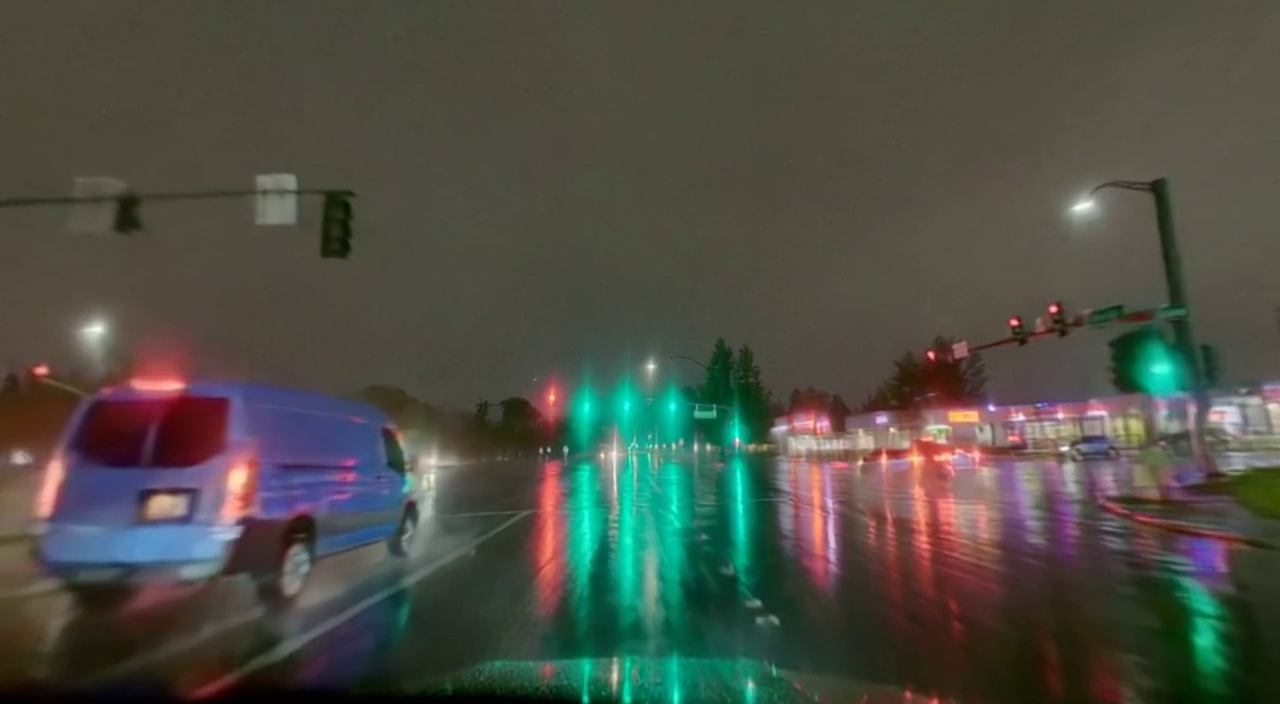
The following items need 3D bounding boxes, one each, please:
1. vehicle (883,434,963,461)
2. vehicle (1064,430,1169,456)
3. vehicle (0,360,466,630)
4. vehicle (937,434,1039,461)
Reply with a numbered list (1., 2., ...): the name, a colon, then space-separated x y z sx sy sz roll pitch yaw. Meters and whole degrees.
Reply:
1. vehicle: 18.900 6.378 42.257 4.364 1.737 1.967 0 -8 -1
2. vehicle: 28.973 5.537 38.507 4.768 1.525 1.919 0 -8 0
3. vehicle: -3.851 1.437 7.383 2.206 2.007 5.190 0 -8 -1
4. vehicle: 19.725 5.442 35.939 4.615 1.474 2.004 0 -8 0
